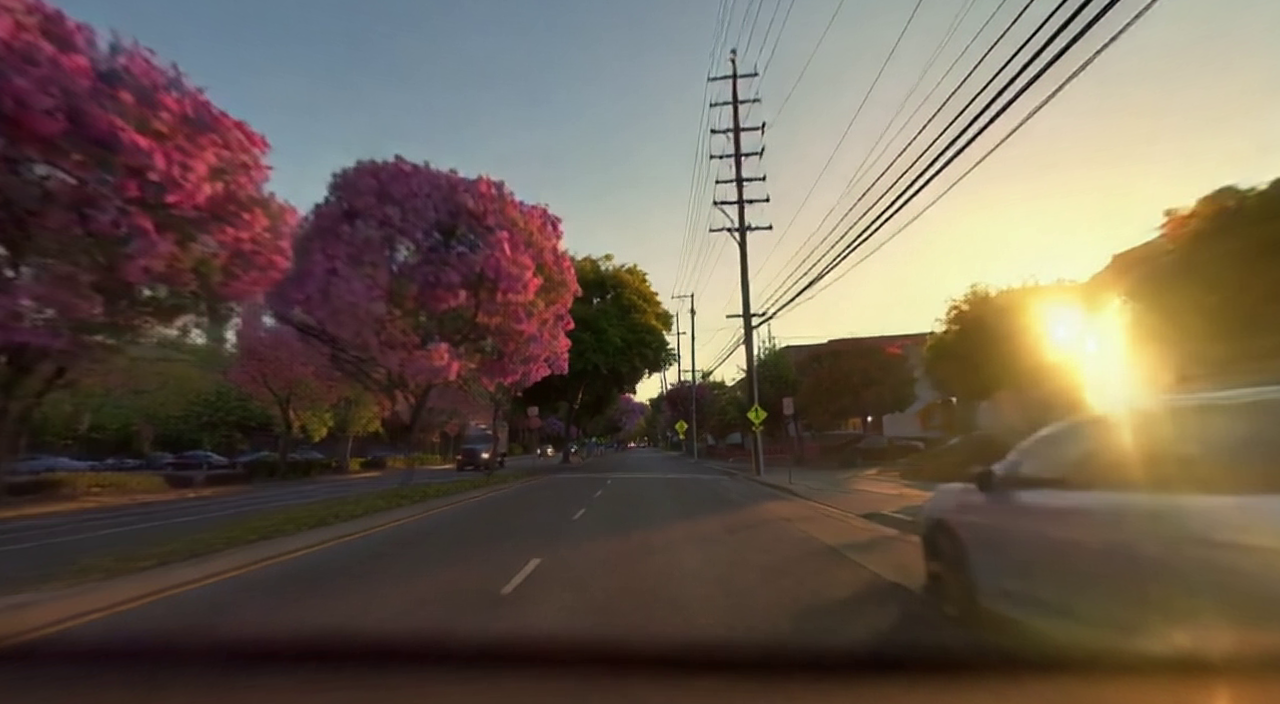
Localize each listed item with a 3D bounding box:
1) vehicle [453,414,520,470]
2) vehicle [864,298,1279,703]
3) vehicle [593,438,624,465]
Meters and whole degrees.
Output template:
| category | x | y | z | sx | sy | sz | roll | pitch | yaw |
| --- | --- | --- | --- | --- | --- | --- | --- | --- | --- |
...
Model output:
| category | x | y | z | sx | sy | sz | roll | pitch | yaw |
| --- | --- | --- | --- | --- | --- | --- | --- | --- | --- |
| vehicle | -10.750 | 6.447 | 45.001 | 2.836 | 3.663 | 7.511 | 0 | -9 | 1 |
| vehicle | 3.516 | 0.940 | 3.567 | 2.280 | 1.904 | 5.779 | 0 | -9 | -1 |
| vehicle | -2.355 | 7.685 | 48.810 | 2.202 | 1.961 | 4.980 | 0 | -9 | 0 |
